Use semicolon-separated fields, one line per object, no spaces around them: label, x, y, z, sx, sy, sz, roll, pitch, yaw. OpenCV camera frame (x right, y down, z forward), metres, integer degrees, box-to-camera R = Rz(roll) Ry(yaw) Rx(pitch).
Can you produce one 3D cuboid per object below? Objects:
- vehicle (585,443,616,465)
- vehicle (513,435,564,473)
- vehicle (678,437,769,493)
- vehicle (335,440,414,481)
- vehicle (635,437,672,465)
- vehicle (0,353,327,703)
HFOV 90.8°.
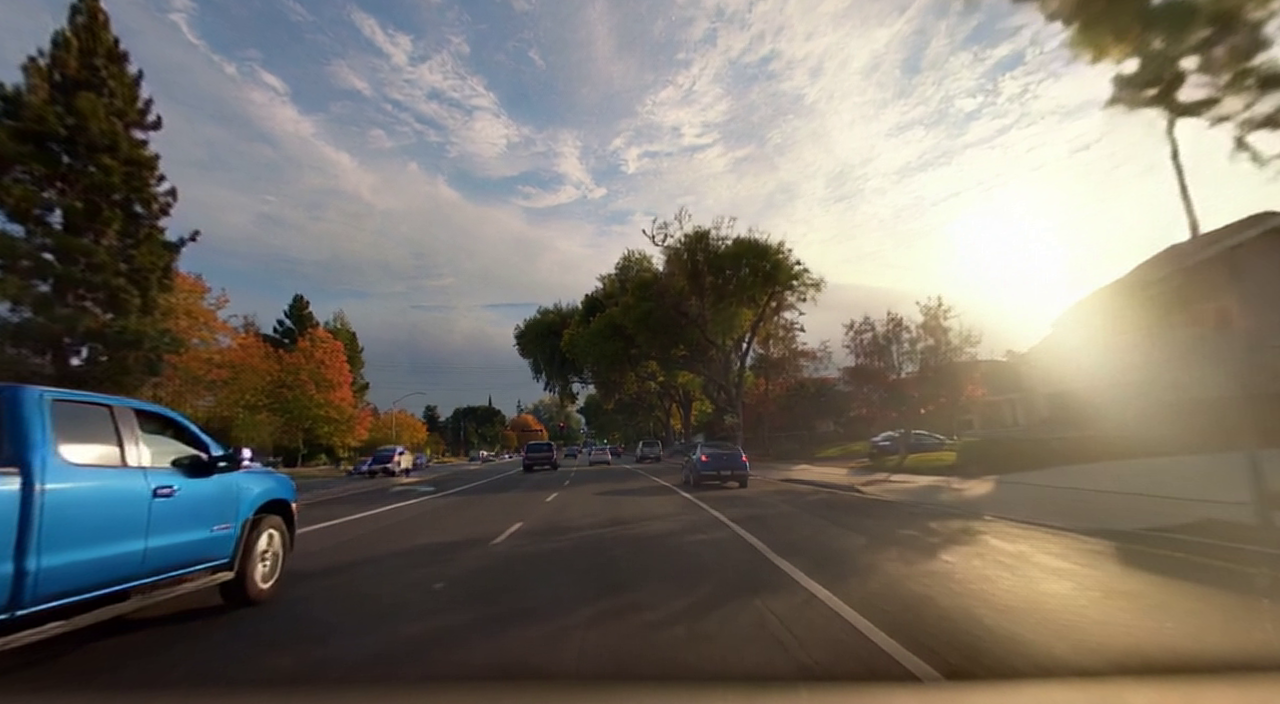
vehicle;-2.829;7.122;44.336;2.030;1.477;4.330;1;-8;-5
vehicle;-5.228;5.335;33.178;2.218;1.829;4.492;0;-8;-3
vehicle;2.337;3.313;18.895;1.884;1.463;4.195;0;-8;-4
vehicle;-13.528;5.532;32.542;2.206;1.939;4.859;0;-8;-3
vehicle;0.873;6.852;43.933;2.099;1.845;4.363;1;-8;-6
vehicle;-4.011;0.954;3.343;2.111;1.745;5.274;0;-8;-1
